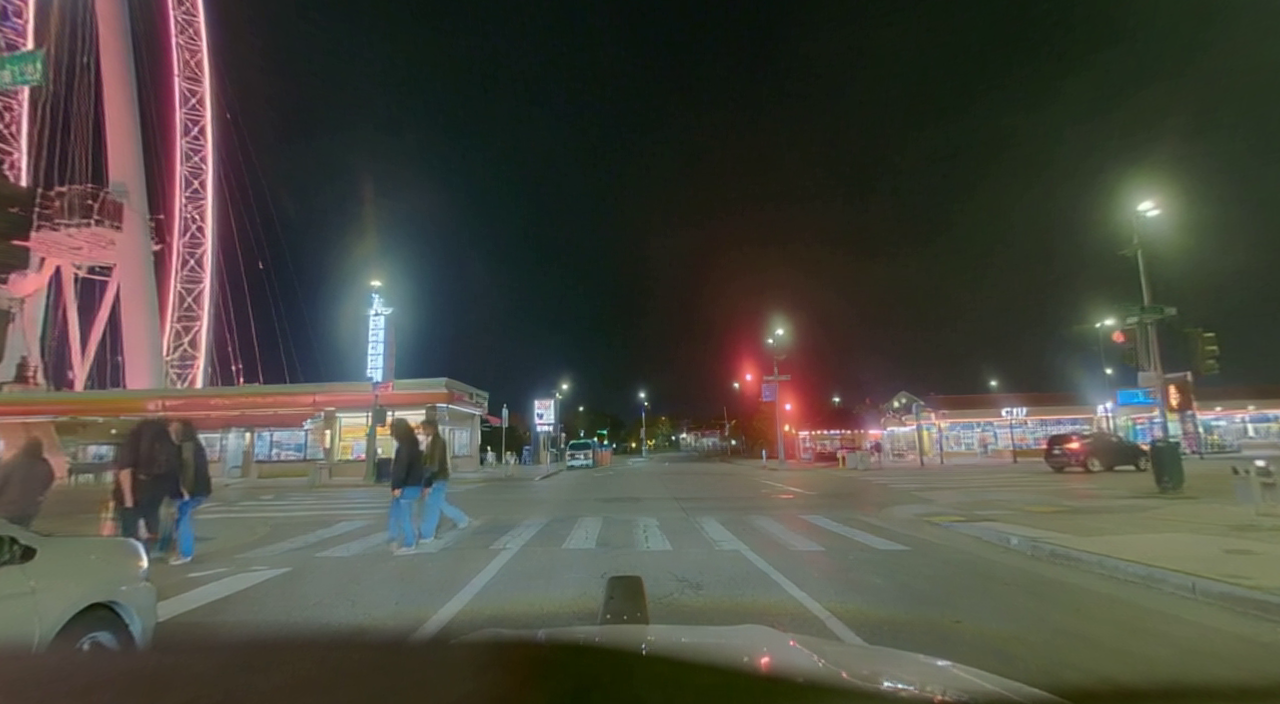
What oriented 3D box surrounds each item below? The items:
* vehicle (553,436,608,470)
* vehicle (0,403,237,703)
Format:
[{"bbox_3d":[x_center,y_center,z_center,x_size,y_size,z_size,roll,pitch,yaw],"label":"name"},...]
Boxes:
[{"bbox_3d":[-3.891,6.413,40.250,2.549,2.000,5.699,2,-9,-15],"label":"vehicle"},{"bbox_3d":[-3.372,0.785,1.193,1.940,1.505,4.676,-1,-9,3],"label":"vehicle"}]
